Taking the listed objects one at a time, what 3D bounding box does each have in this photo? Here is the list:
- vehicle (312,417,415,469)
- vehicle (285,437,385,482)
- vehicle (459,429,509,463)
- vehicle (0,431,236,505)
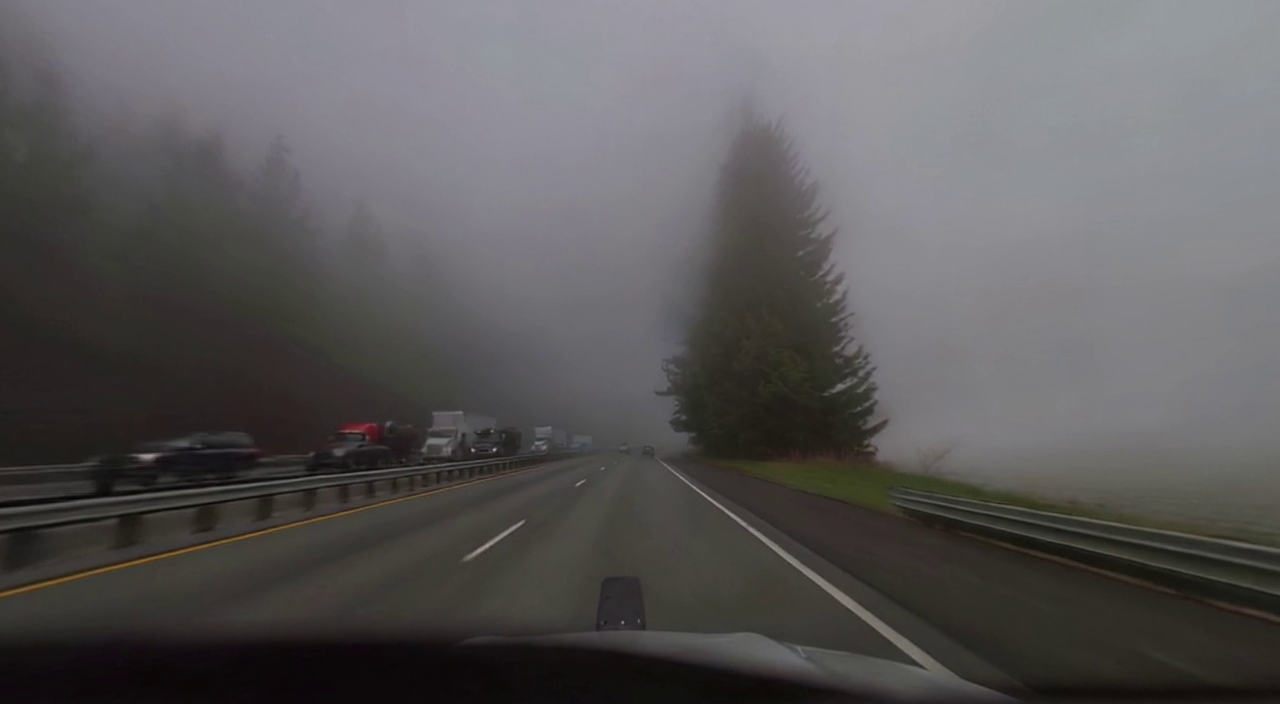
[{"bbox_3d":[-16.838,5.674,39.173,2.790,2.882,7.737,0,-9,1],"label":"vehicle"},{"bbox_3d":[-12.459,4.413,26.117,1.966,1.662,4.366,0,-9,0],"label":"vehicle"},{"bbox_3d":[-11.709,7.110,47.710,2.308,2.426,5.240,0,-9,1],"label":"vehicle"},{"bbox_3d":[-12.628,2.816,15.733,2.140,1.563,4.347,0,-9,0],"label":"vehicle"}]
